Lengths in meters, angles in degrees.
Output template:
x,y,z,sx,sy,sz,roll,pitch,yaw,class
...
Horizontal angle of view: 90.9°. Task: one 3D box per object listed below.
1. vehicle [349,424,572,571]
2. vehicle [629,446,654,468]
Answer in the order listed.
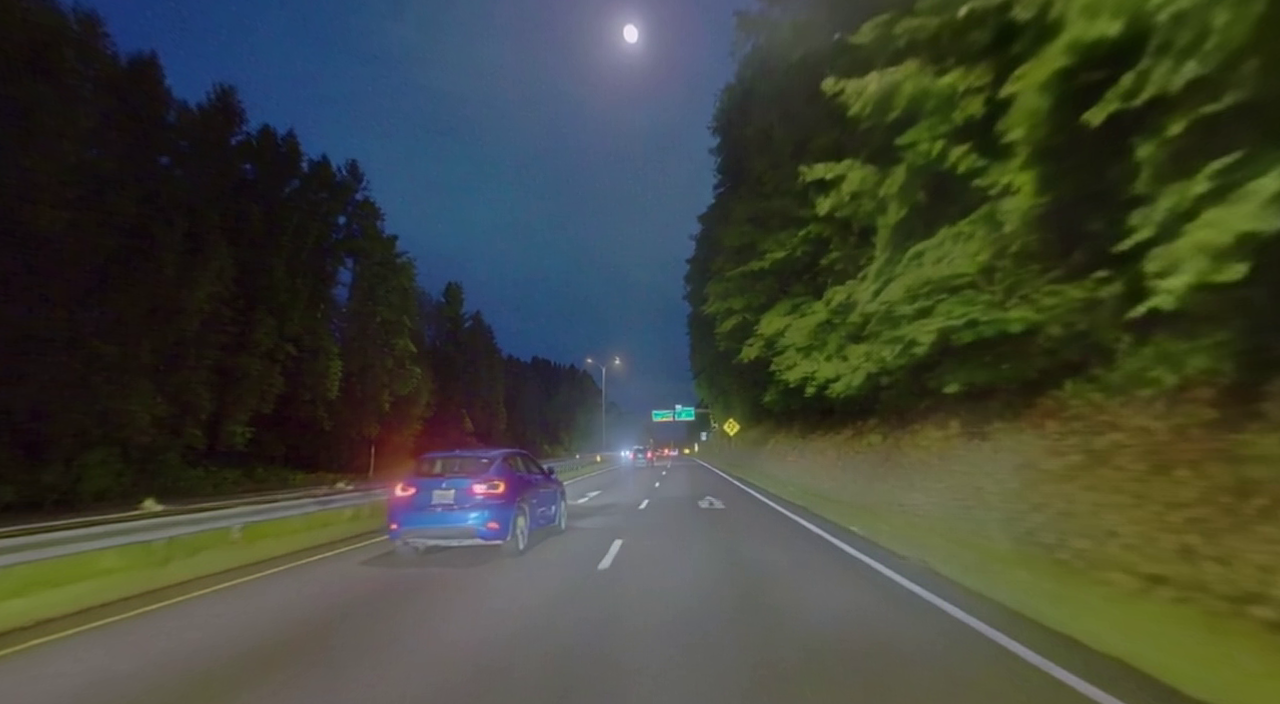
x,y,z,sx,sy,sz,roll,pitch,yaw,class
-2.150,1.856,8.672,1.846,1.566,3.525,-1,-9,3,vehicle
0.128,7.635,45.929,1.675,1.537,3.574,-1,-9,3,vehicle
